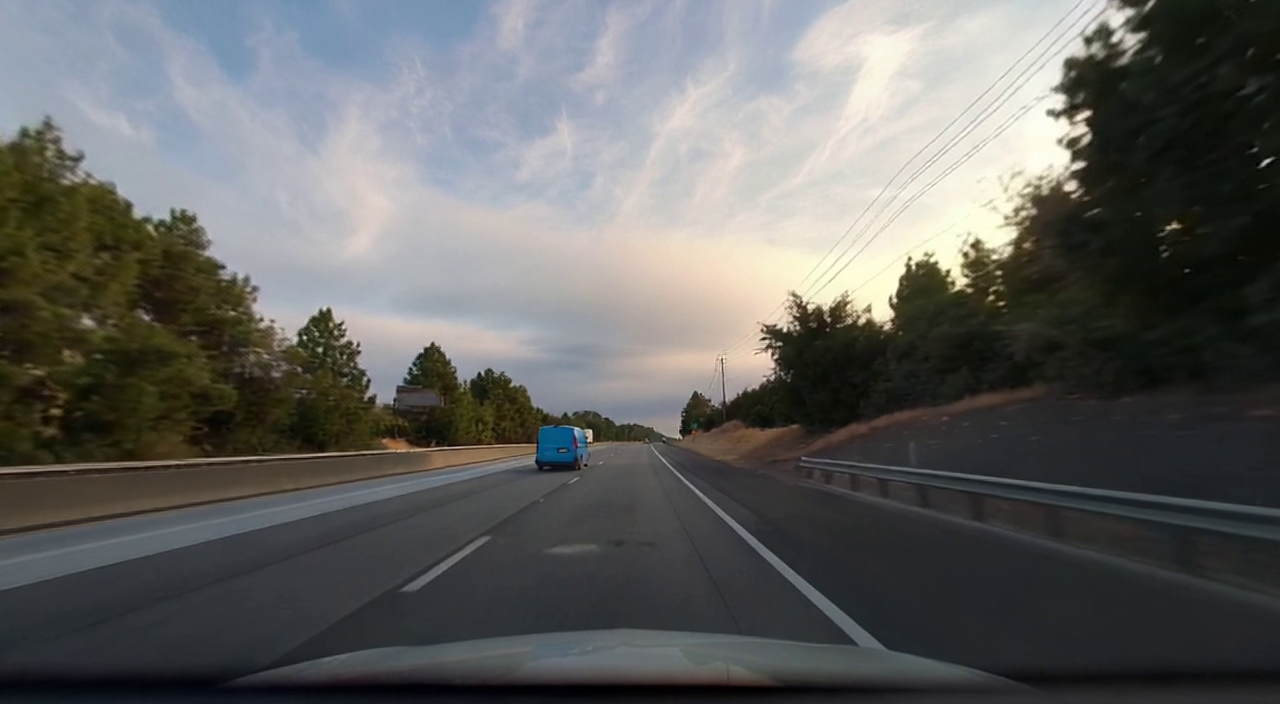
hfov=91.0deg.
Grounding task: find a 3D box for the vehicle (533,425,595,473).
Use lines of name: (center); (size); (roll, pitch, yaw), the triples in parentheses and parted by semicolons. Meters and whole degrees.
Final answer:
vehicle: (-3.135, 4.113, 26.928); (2.041, 1.856, 4.353); (0, -8, 1)
